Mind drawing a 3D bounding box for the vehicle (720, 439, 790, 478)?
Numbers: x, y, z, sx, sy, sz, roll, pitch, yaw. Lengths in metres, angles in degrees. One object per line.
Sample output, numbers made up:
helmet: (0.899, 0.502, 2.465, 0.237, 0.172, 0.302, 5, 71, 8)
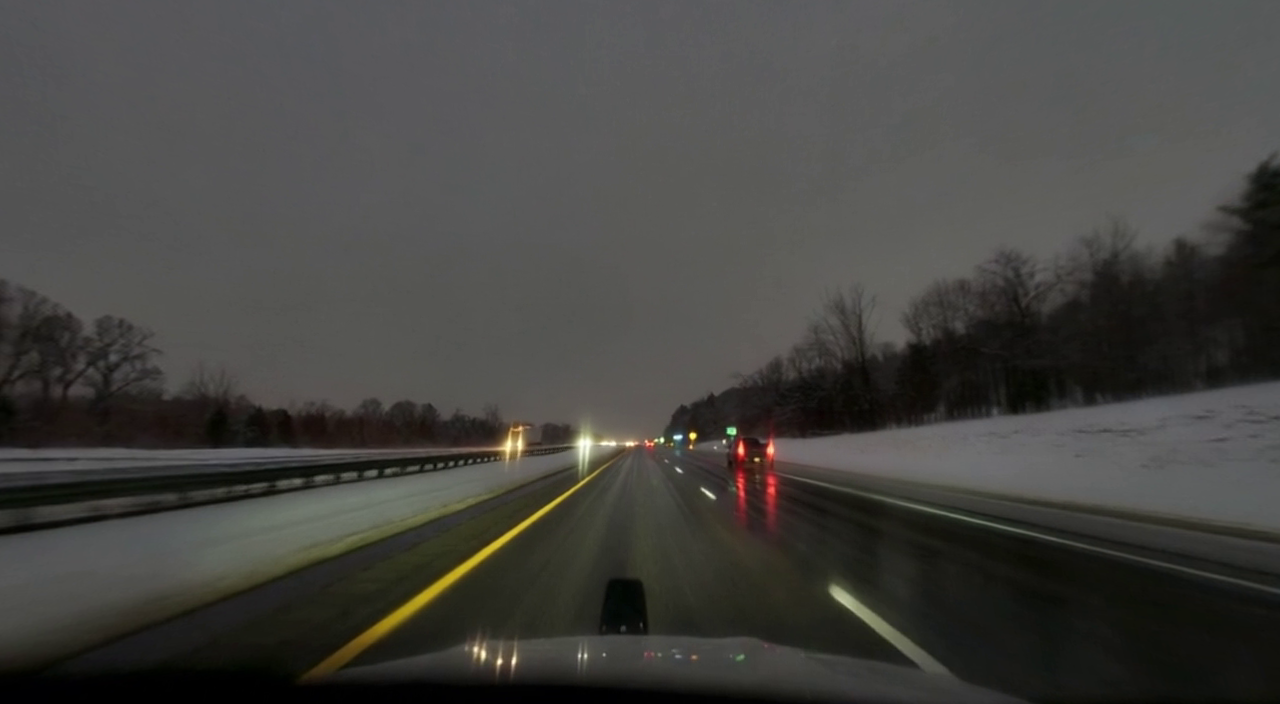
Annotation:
vehicle: (4.661, 4.385, 26.209, 2.012, 1.476, 4.256, 0, -8, -1)
